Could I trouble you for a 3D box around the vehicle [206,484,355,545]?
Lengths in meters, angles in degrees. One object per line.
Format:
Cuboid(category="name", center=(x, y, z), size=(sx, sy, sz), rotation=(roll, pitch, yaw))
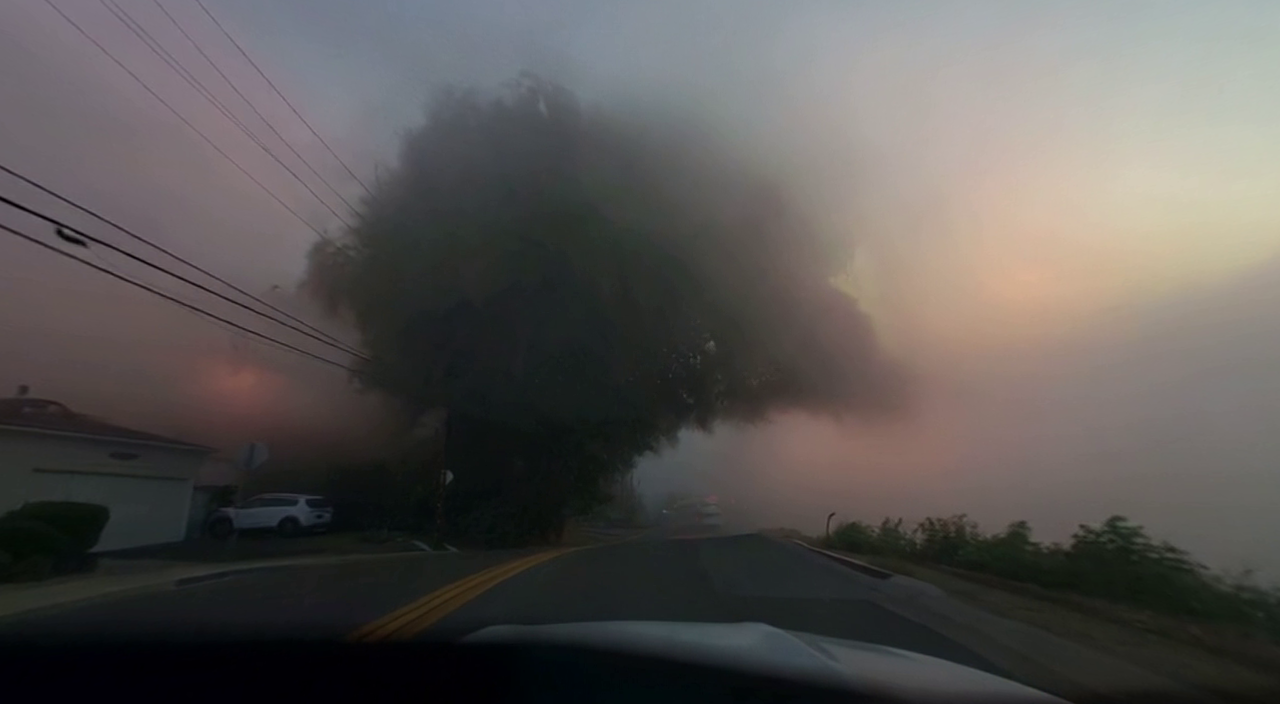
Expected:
Cuboid(category="vehicle", center=(-16.323, 7.393, 29.274), size=(2.301, 2.081, 6.706), rotation=(-3, -10, 8))
